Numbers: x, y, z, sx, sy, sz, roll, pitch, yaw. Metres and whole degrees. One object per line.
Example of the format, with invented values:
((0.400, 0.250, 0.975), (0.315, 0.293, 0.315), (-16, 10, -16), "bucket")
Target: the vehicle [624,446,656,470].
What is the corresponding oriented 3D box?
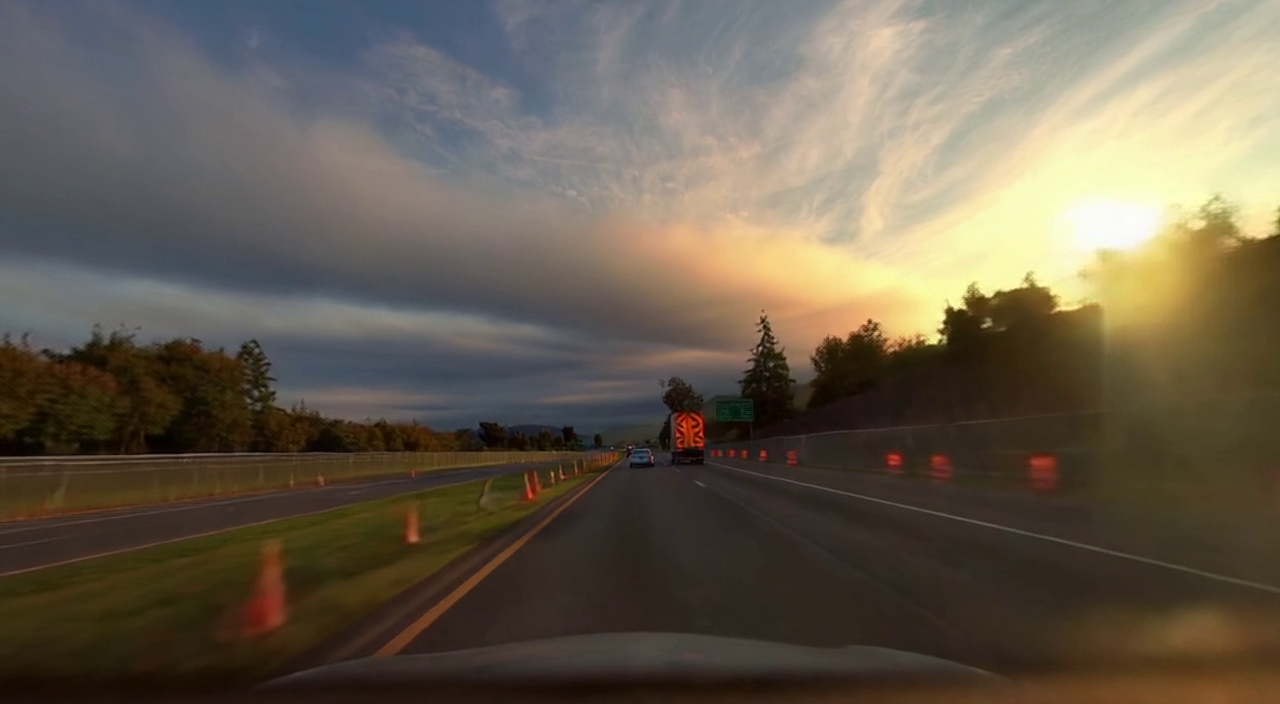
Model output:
((-0.023, 7.228, 43.136), (2.065, 1.573, 3.734), (0, -9, 0), "vehicle")
